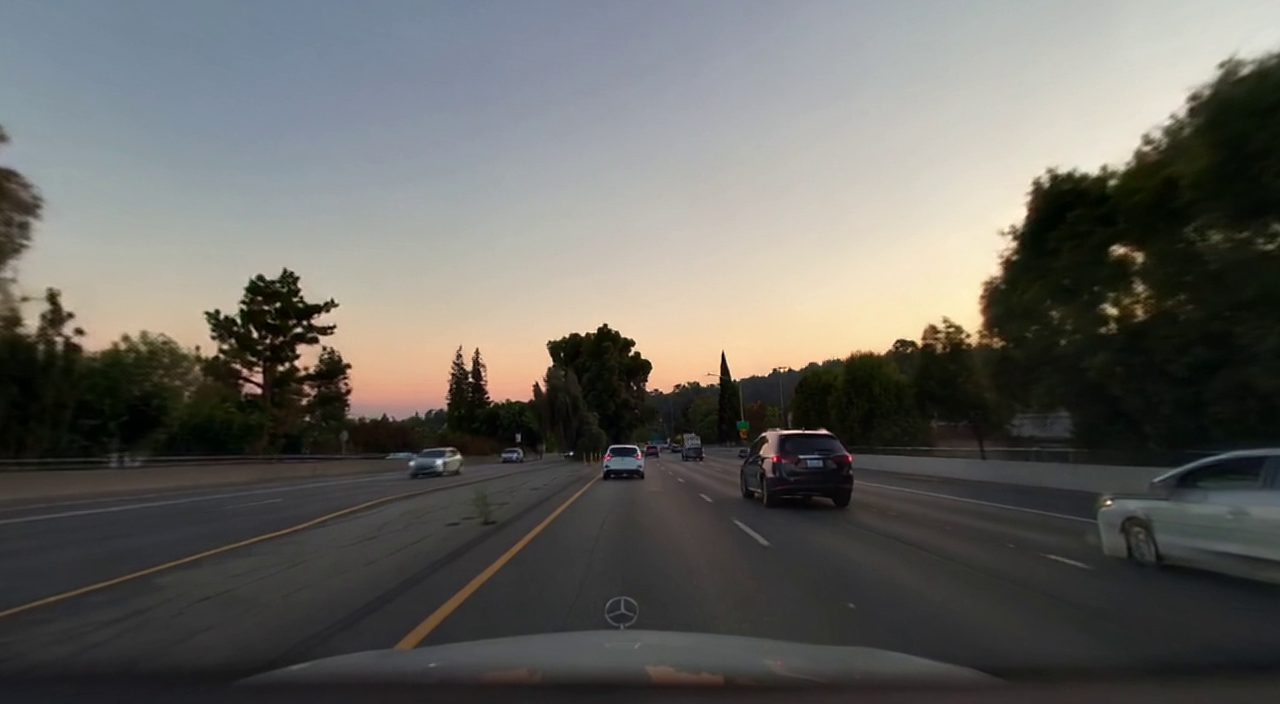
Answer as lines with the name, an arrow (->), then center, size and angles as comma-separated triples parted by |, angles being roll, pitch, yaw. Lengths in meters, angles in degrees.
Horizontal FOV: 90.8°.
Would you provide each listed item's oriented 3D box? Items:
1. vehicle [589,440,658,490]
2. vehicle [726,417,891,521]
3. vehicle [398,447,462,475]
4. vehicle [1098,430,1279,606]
vehicle -> -0.502, 3.640, 20.689 | 2.040, 1.451, 3.736 | 0, -9, 0
vehicle -> 3.322, 2.421, 13.589 | 2.186, 1.842, 4.553 | 0, -9, -1
vehicle -> -11.486, 5.972, 34.911 | 2.022, 1.447, 4.427 | 0, -8, 0
vehicle -> 6.601, 1.339, 4.951 | 2.434, 1.467, 4.726 | 0, -8, -1
